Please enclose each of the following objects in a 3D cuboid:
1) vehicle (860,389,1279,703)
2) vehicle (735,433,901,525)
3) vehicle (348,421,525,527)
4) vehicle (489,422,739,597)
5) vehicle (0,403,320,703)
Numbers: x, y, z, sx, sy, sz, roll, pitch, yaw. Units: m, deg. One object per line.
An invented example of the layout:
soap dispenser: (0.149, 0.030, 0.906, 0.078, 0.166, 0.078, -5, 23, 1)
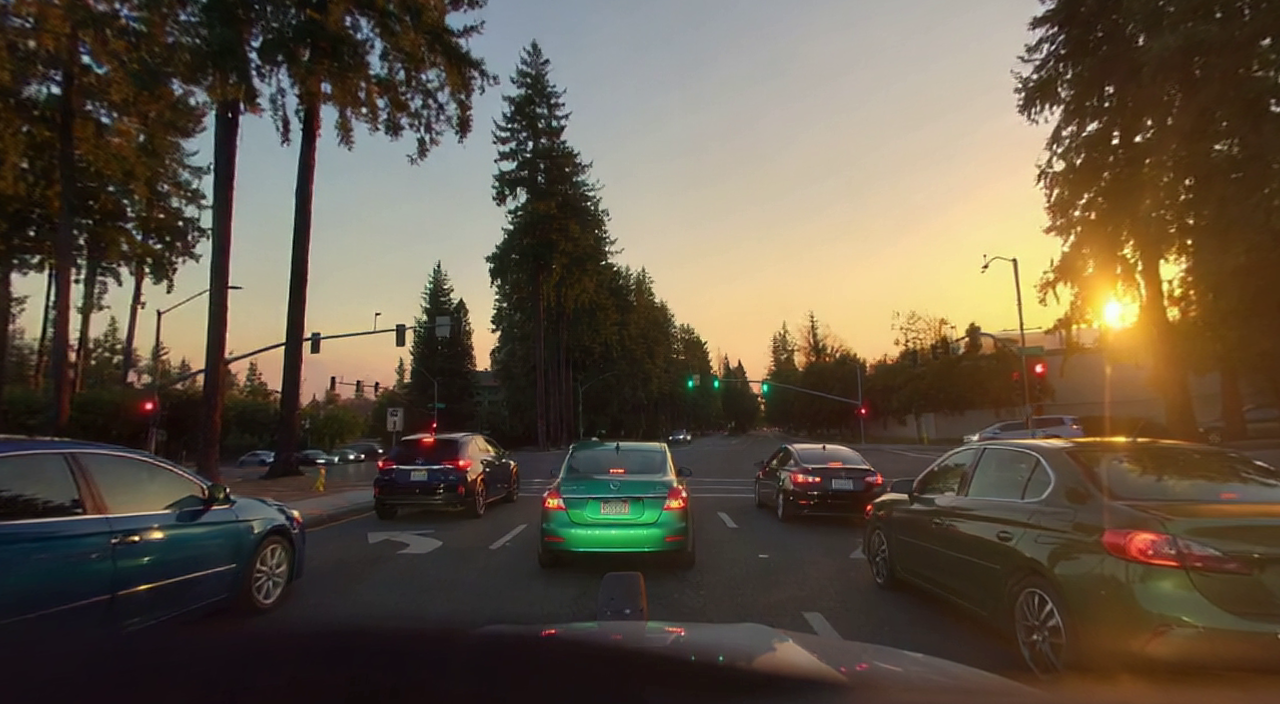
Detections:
vehicle: (3.137, 1.150, 4.058, 1.903, 1.480, 4.270, 0, -8, 0)
vehicle: (3.184, 2.335, 12.330, 1.975, 1.460, 4.357, 0, -8, 0)
vehicle: (-3.727, 2.307, 12.494, 1.961, 1.714, 4.268, 0, -8, 2)
vehicle: (-0.257, 1.641, 7.408, 2.147, 1.479, 3.803, 0, -8, -1)
vehicle: (-3.637, 1.021, 3.004, 1.935, 1.482, 4.433, 0, -8, -1)
